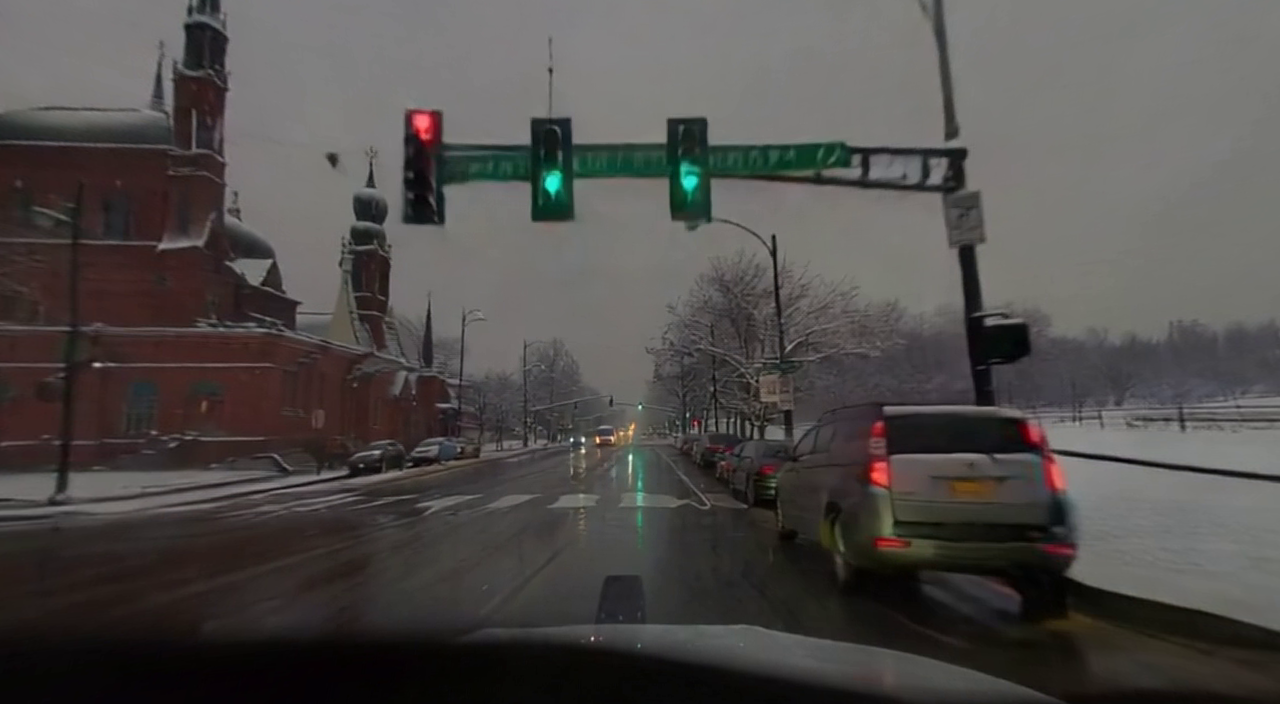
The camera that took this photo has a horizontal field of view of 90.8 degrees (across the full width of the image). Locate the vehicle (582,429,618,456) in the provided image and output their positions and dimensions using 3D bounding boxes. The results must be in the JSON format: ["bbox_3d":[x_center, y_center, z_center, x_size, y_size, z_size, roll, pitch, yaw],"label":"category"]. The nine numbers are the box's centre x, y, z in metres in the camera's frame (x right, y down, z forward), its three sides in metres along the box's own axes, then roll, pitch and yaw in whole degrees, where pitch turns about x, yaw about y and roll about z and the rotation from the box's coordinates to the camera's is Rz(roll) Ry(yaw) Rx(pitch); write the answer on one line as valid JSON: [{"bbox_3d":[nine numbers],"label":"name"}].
[{"bbox_3d":[-2.914,6.766,47.380,2.293,1.936,4.737,0,-8,1],"label":"vehicle"}]

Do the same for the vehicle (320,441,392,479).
[{"bbox_3d":[-15.033,5.724,33.760,1.978,1.819,4.477,-2,-9,-3],"label":"vehicle"}]

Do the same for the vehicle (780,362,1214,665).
[{"bbox_3d":[3.086,1.456,7.058,2.074,2.041,5.045,2,-8,2],"label":"vehicle"}]

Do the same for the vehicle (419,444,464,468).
[{"bbox_3d":[-15.282,7.984,48.928,2.076,1.672,4.499,-2,-8,0],"label":"vehicle"}]
